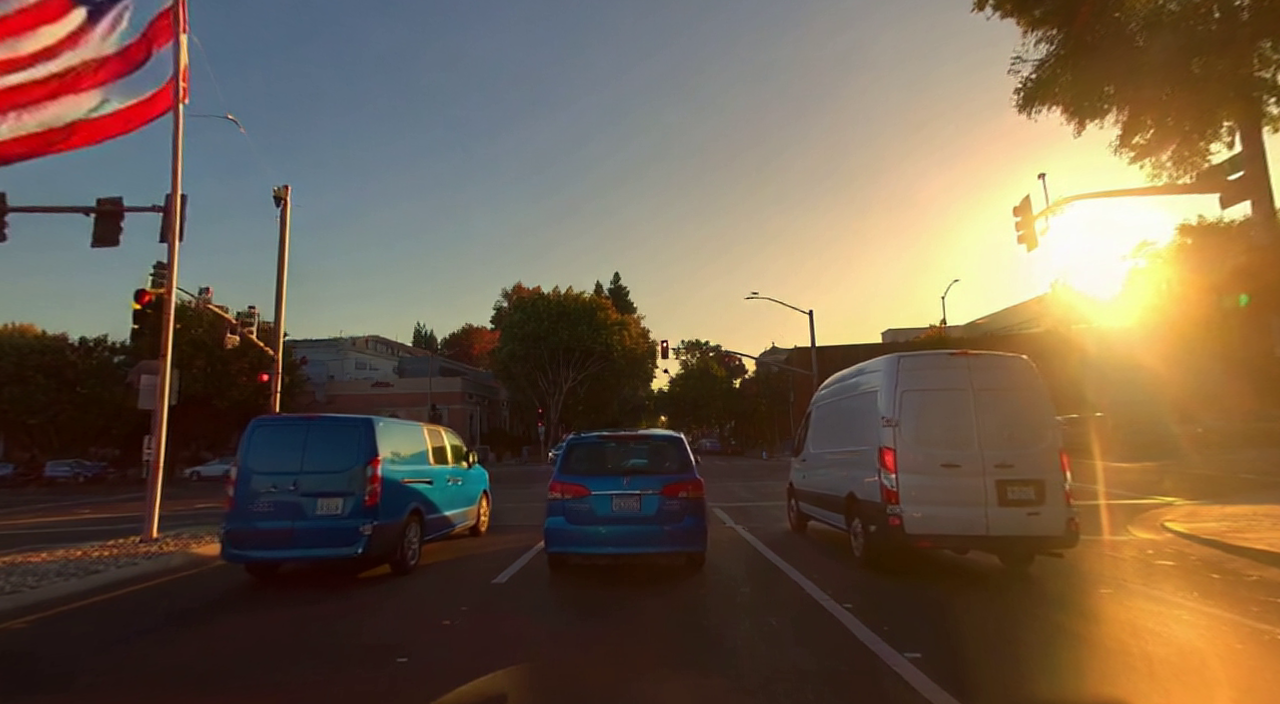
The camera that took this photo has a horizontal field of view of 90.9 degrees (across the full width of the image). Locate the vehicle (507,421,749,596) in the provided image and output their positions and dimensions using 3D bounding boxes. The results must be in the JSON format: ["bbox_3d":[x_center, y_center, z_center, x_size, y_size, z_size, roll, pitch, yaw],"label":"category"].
[{"bbox_3d":[-0.134,1.670,7.600,2.098,1.494,4.118,0,-9,-1],"label":"vehicle"}]

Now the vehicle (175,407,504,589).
[{"bbox_3d":[-3.269,1.666,7.973,2.024,1.677,3.998,0,-9,3],"label":"vehicle"}]

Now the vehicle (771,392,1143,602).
[{"bbox_3d":[3.109,1.543,7.548,2.178,1.746,4.400,0,-9,1],"label":"vehicle"}]
